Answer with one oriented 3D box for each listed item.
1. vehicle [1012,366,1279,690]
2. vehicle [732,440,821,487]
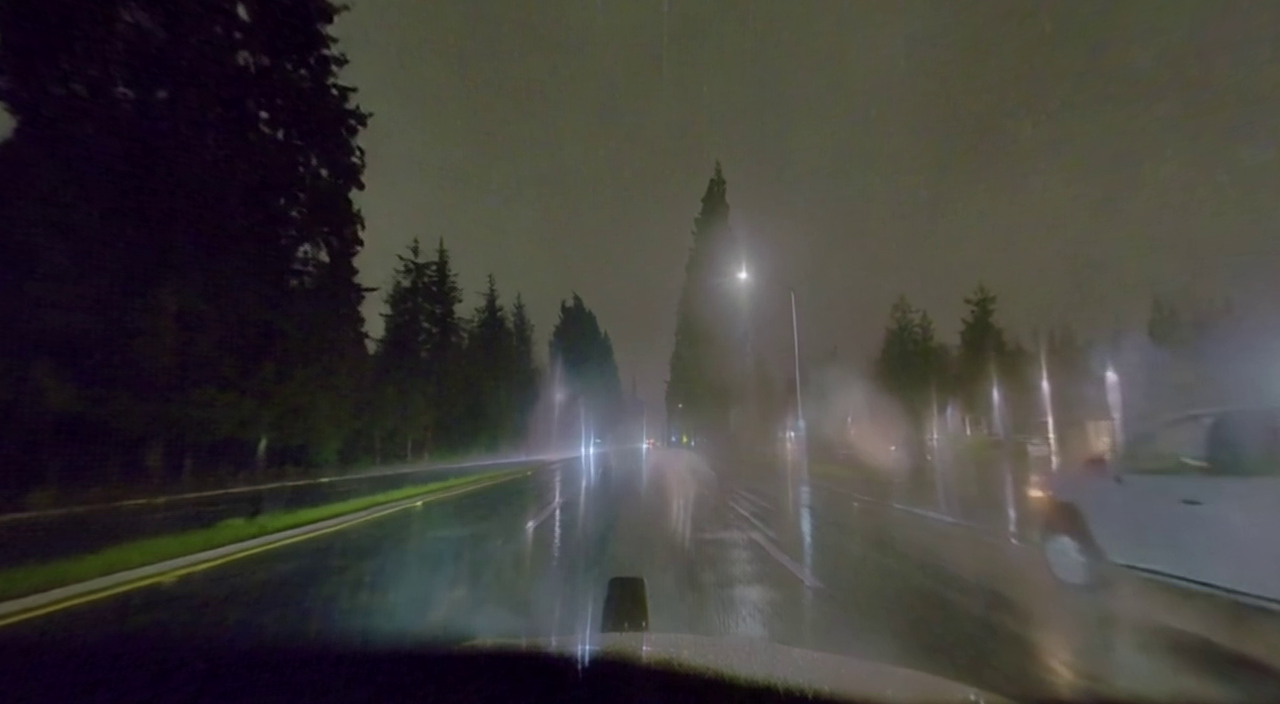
[{"bbox_3d":[4.551,0.926,3.267,2.205,1.728,4.855,0,-8,-1],"label":"vehicle"},{"bbox_3d":[4.710,3.916,22.571,2.184,1.496,4.615,0,-8,0],"label":"vehicle"}]
